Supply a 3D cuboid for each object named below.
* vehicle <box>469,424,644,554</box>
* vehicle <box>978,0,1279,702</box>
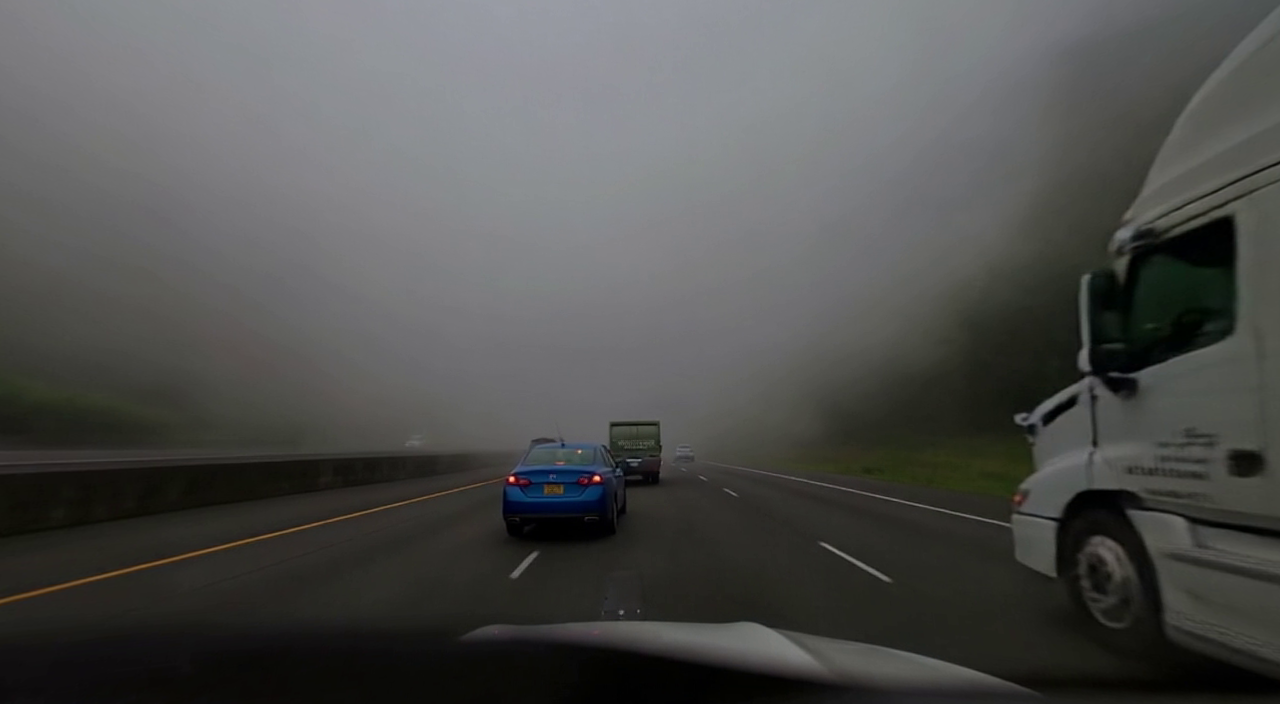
[{"bbox_3d":[-1.025,1.984,9.703,2.038,1.582,3.729,-1,-9,2],"label":"vehicle"},{"bbox_3d":[4.895,-0.295,3.091,2.982,4.187,6.008,0,-9,1],"label":"vehicle"}]
